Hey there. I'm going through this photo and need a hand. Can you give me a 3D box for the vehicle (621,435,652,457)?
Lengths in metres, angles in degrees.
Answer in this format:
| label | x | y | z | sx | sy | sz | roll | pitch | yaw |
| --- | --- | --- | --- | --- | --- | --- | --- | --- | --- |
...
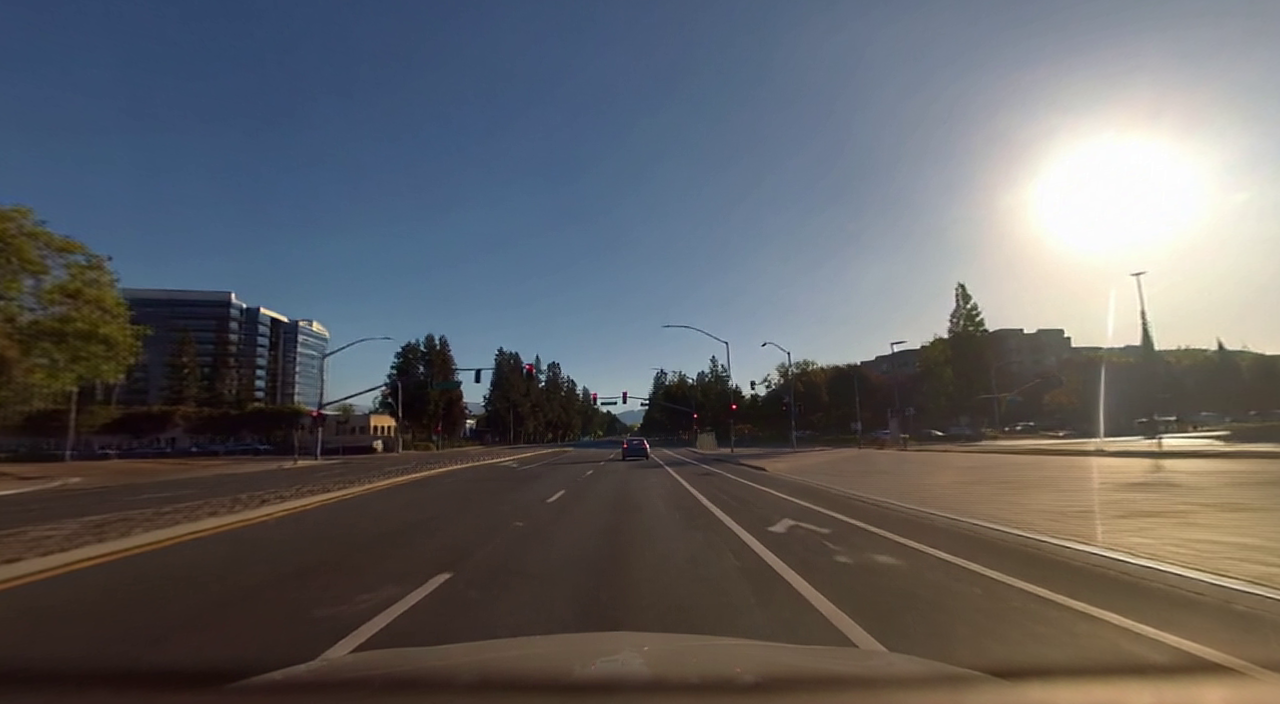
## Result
| label | x | y | z | sx | sy | sz | roll | pitch | yaw |
| --- | --- | --- | --- | --- | --- | --- | --- | --- | --- |
| vehicle | -0.255 | 6.695 | 45.156 | 2.107 | 1.470 | 3.974 | 0 | -8 | -1 |
